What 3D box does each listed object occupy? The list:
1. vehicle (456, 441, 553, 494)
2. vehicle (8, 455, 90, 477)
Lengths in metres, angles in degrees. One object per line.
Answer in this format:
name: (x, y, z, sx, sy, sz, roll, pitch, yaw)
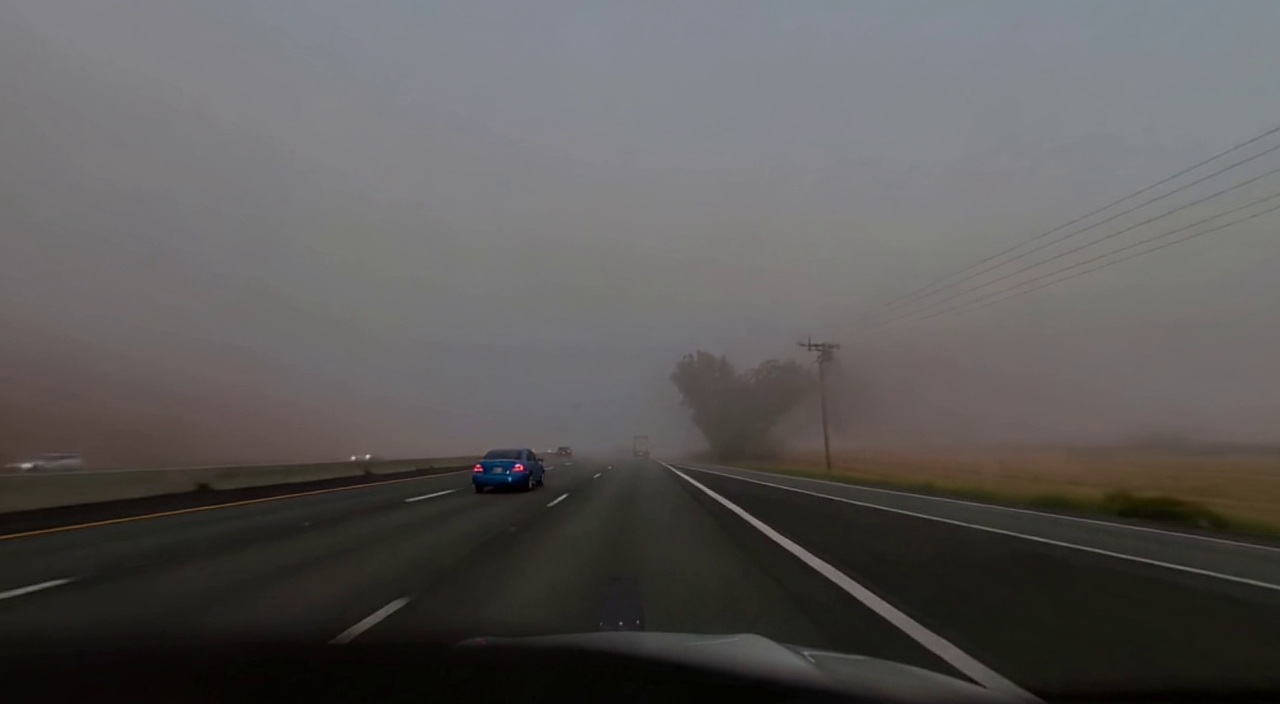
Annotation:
vehicle: (-4.248, 3.703, 20.582, 2.104, 1.501, 4.459, 0, -9, 1)
vehicle: (-43.404, 8.359, 46.397, 1.766, 1.493, 4.410, 0, -9, 0)
